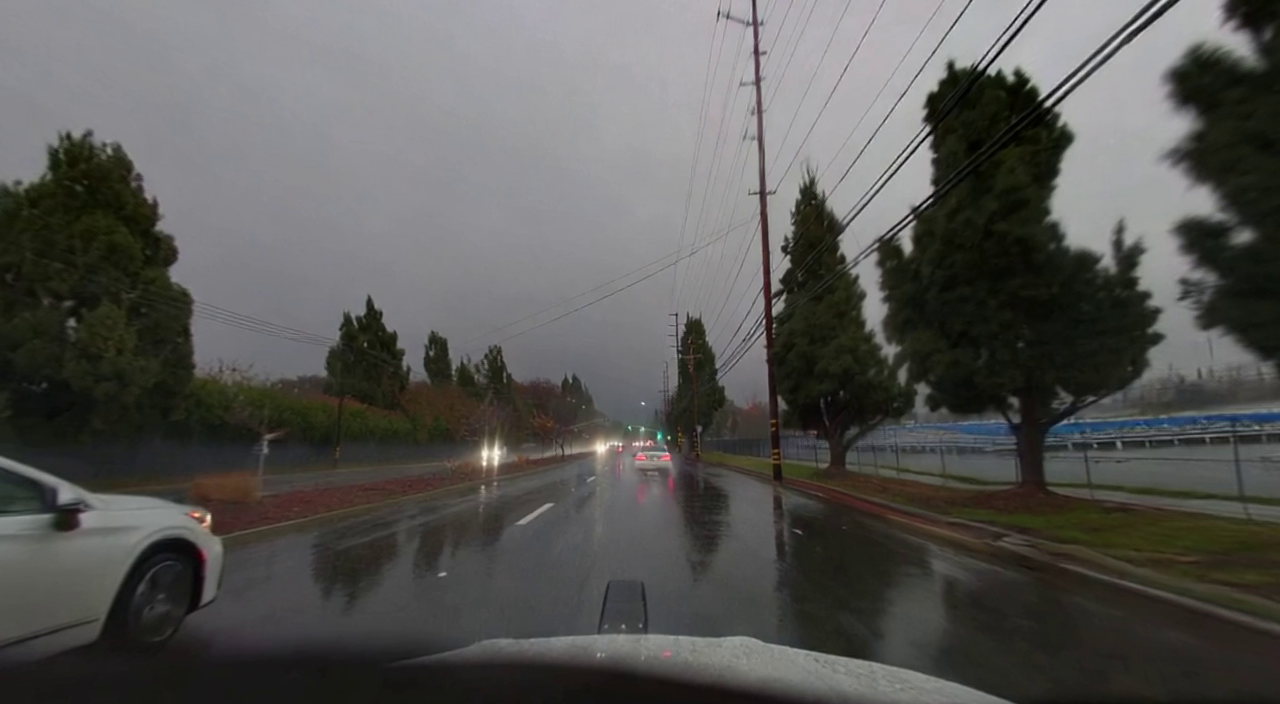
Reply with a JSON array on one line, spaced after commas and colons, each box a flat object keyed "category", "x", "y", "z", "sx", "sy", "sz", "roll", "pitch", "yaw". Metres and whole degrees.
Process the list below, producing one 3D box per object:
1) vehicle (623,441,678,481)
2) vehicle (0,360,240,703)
[{"category": "vehicle", "x": 0.412, "y": 4.436, "z": 25.774, "sx": 2.059, "sy": 1.486, "sz": 3.980, "roll": 0, "pitch": -8, "yaw": 1}, {"category": "vehicle", "x": -3.893, "y": 0.808, "z": 2.286, "sx": 1.950, "sy": 1.692, "sz": 4.397, "roll": 0, "pitch": -8, "yaw": 0}]
